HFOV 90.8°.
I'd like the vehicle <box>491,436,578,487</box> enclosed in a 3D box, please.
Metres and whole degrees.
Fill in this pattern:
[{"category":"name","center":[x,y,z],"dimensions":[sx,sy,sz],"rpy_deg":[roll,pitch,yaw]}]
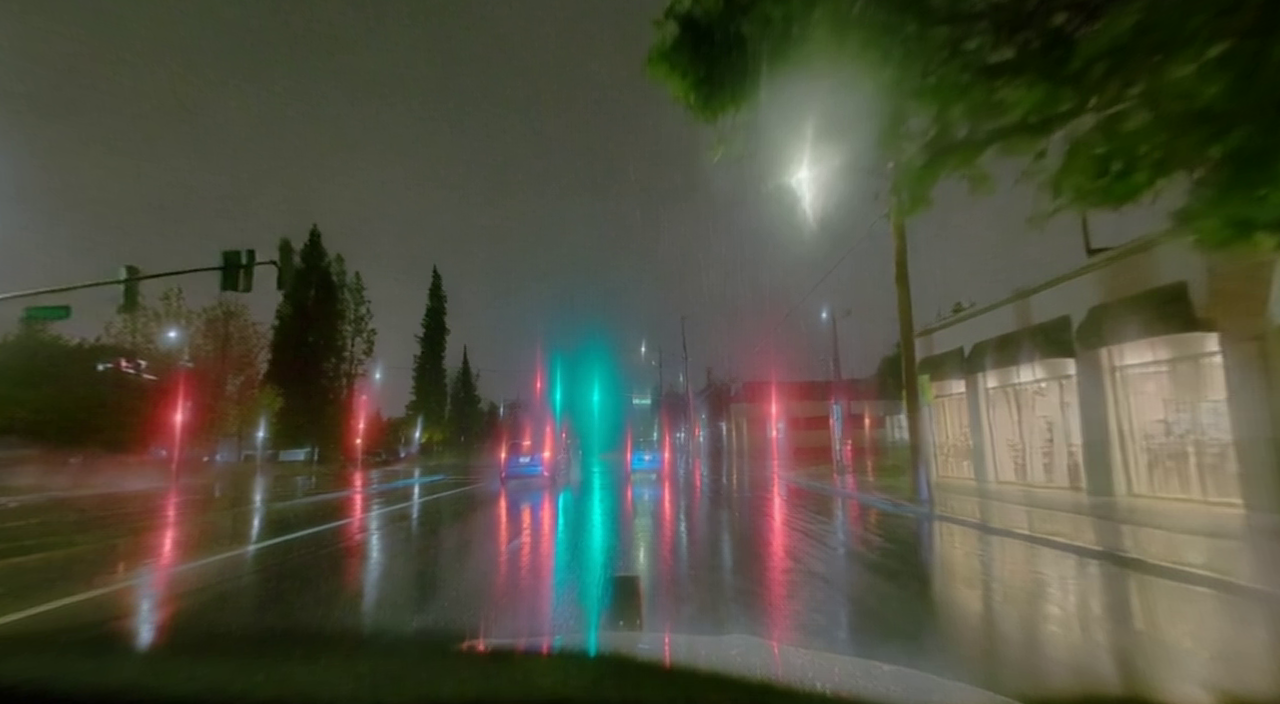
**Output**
[{"category":"vehicle","center":[-3.276,3.500,20.556],"dimensions":[2.032,1.467,4.411],"rpy_deg":[0,-8,1]}]

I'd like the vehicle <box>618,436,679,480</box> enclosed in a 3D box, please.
[{"category":"vehicle","center":[0.284,3.884,23.374],"dimensions":[2.059,1.456,4.047],"rpy_deg":[0,-8,0]}]
